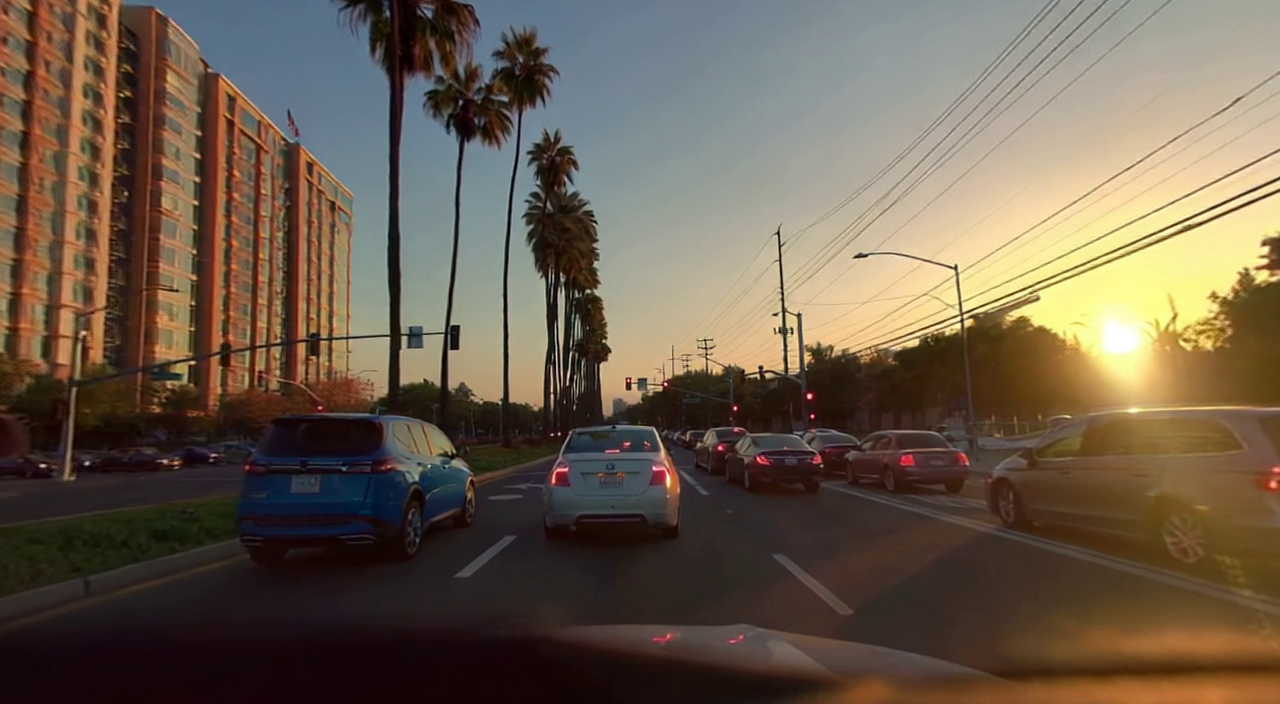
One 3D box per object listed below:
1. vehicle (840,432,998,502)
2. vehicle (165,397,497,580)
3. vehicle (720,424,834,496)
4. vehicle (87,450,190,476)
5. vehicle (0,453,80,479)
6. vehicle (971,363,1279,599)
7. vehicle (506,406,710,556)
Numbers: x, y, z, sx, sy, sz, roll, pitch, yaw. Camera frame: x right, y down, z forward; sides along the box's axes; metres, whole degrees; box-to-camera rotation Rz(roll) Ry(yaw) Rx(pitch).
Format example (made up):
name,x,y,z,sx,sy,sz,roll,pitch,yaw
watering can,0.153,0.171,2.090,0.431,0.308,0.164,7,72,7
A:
name,x,y,z,sx,sy,sz,roll,pitch,yaw
vehicle,6.553,2.730,15.459,1.764,1.451,4.300,0,-8,-2
vehicle,-3.529,1.656,8.445,2.136,1.779,4.417,0,-8,1
vehicle,3.336,2.730,16.260,1.975,1.598,4.025,0,-8,-1
vehicle,-35.691,7.868,45.097,5.422,1.765,1.937,1,-9,-8
vehicle,-42.469,7.878,43.901,4.867,1.689,1.971,1,-9,-8
vehicle,6.460,1.408,7.468,2.130,1.979,5.310,0,-8,-1
vehicle,-0.411,1.776,9.343,2.302,1.681,4.217,0,-8,-1
